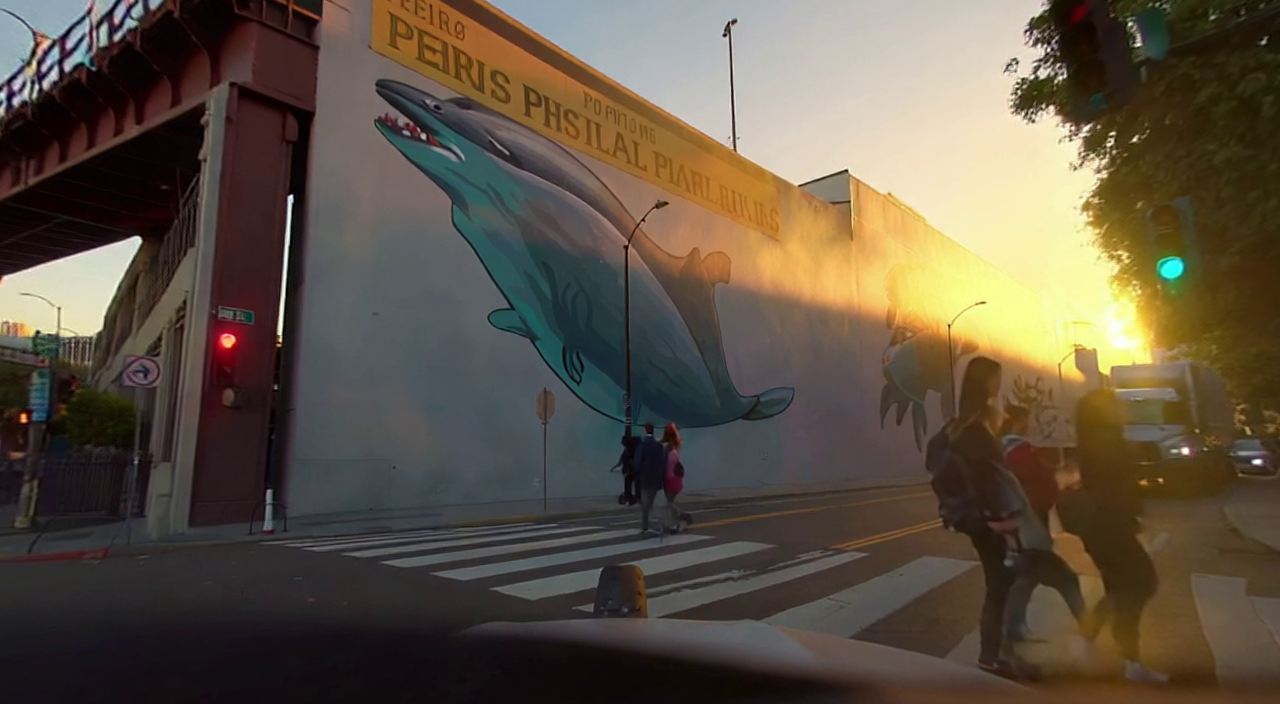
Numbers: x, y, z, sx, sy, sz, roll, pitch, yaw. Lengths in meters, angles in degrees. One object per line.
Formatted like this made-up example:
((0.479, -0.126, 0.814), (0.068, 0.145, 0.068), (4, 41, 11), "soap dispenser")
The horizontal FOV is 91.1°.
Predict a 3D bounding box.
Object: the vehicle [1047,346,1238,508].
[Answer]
((15.780, 2.385, 19.353), (9.347, 3.893, 2.849), (7, -11, -42), "vehicle")
